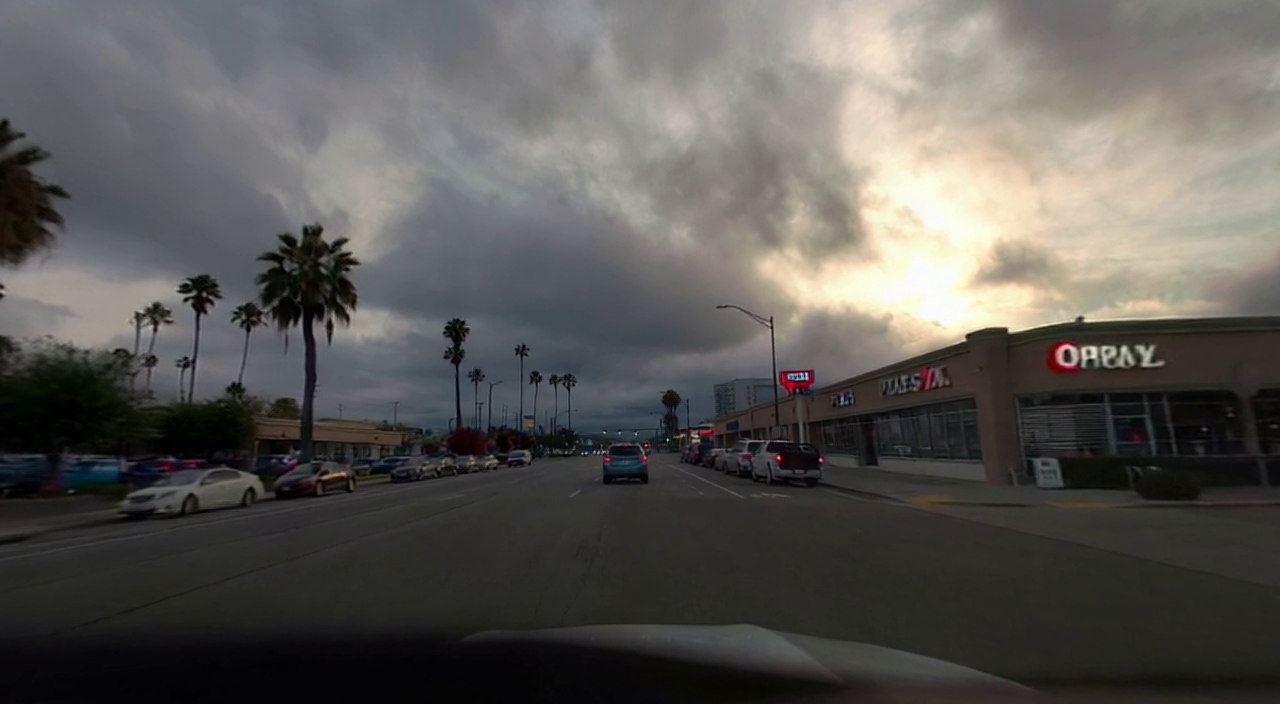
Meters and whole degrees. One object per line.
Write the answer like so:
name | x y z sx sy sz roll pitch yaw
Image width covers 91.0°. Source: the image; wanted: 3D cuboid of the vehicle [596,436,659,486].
vehicle | -0.429 4.198 24.497 2.239 1.763 4.096 0 -8 0

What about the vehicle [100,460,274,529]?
vehicle | -13.132 4.101 18.672 1.881 1.484 4.565 -5 -8 -1

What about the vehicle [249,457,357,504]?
vehicle | -13.331 5.064 25.242 1.968 1.472 4.345 -4 -9 0

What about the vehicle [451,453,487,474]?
vehicle | -13.248 8.687 49.053 1.774 1.522 3.699 0 -8 0

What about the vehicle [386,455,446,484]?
vehicle | -13.234 6.927 37.462 1.840 1.521 4.450 0 -8 1

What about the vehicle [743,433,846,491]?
vehicle | 5.647 4.111 23.986 2.430 1.924 5.779 0 -8 0
